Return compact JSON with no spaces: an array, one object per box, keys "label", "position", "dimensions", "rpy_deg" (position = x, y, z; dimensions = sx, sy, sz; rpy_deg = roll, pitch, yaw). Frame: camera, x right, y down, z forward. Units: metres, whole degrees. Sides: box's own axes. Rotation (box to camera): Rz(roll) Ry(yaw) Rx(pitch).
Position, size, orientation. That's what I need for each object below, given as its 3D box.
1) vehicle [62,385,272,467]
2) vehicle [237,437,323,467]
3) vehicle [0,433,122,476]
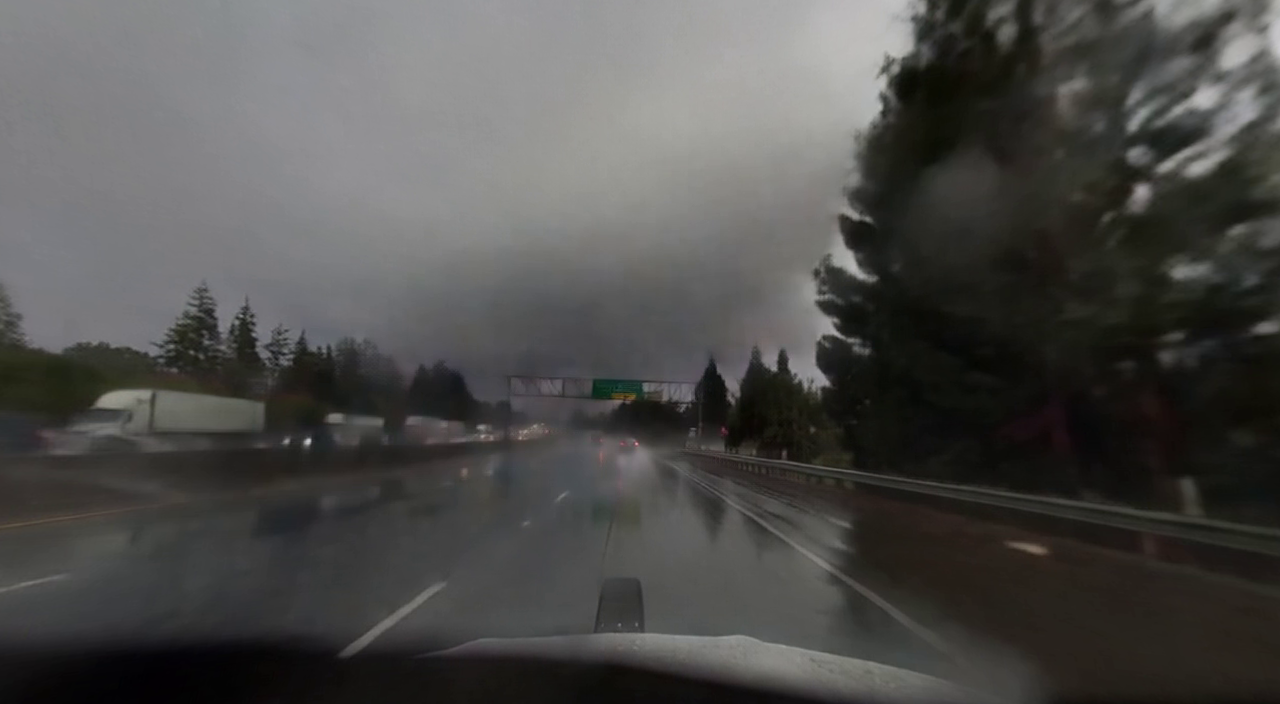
[{"label":"vehicle","position":[-25.671,4.266,35.557],"dimensions":[2.922,3.800,11.932],"rpy_deg":[0,-8,-2]},{"label":"vehicle","position":[-18.389,5.094,32.457],"dimensions":[1.896,1.425,4.391],"rpy_deg":[0,-8,-1]},{"label":"vehicle","position":[-21.506,3.703,23.137],"dimensions":[1.694,1.407,3.871],"rpy_deg":[0,-8,-1]}]
